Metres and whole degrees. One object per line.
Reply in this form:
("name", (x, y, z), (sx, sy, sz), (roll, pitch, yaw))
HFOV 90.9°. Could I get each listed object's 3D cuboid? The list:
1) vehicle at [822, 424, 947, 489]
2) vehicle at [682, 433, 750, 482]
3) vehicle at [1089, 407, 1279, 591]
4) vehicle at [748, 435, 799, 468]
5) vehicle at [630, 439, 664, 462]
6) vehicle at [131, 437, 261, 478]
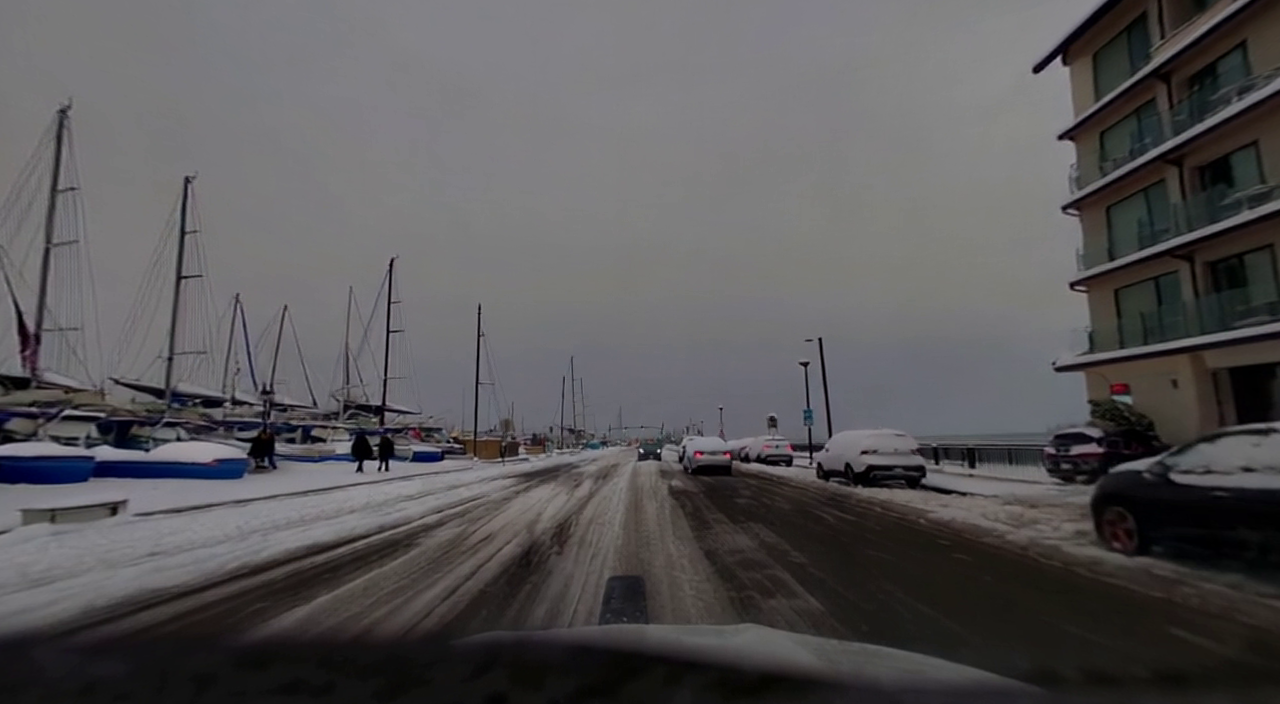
("vehicle", (7.899, 3.437, 21.047), (2.056, 1.896, 5.062), (0, -8, -1))
("vehicle", (2.710, 3.872, 23.448), (2.047, 1.640, 4.051), (0, -8, 0))
("vehicle", (7.158, 1.413, 6.113), (2.029, 1.750, 4.825), (0, -8, 1))
("vehicle", (7.937, 5.958, 37.921), (1.969, 1.852, 4.514), (0, -8, -1))
("vehicle", (0.504, 6.871, 43.876), (2.284, 1.496, 3.949), (-1, -8, 1))
("vehicle", (-18.041, 4.306, 25.955), (1.840, 1.522, 4.695), (-1, -8, 2))
